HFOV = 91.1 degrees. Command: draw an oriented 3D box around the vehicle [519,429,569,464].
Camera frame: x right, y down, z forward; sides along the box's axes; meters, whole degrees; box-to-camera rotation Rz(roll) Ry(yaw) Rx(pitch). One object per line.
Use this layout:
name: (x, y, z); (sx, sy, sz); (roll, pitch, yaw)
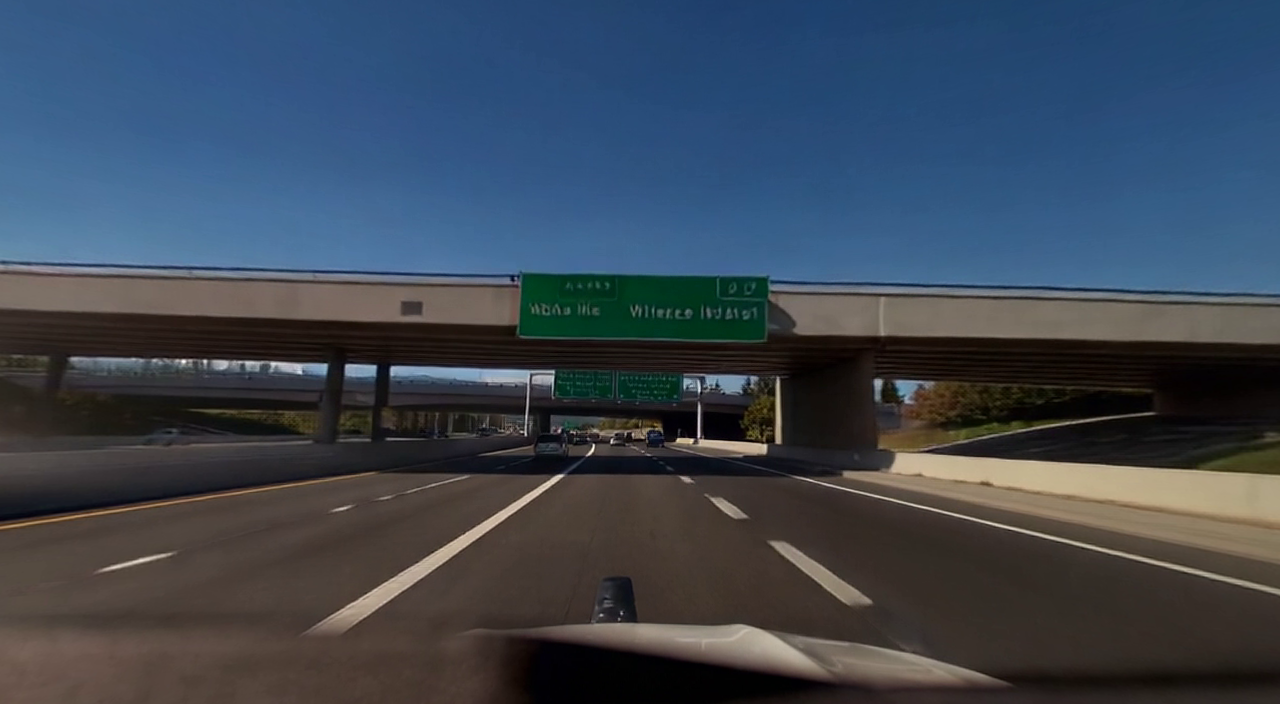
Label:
vehicle: (-4.578, 4.564, 30.456); (1.878, 1.548, 3.966); (0, -8, -1)
